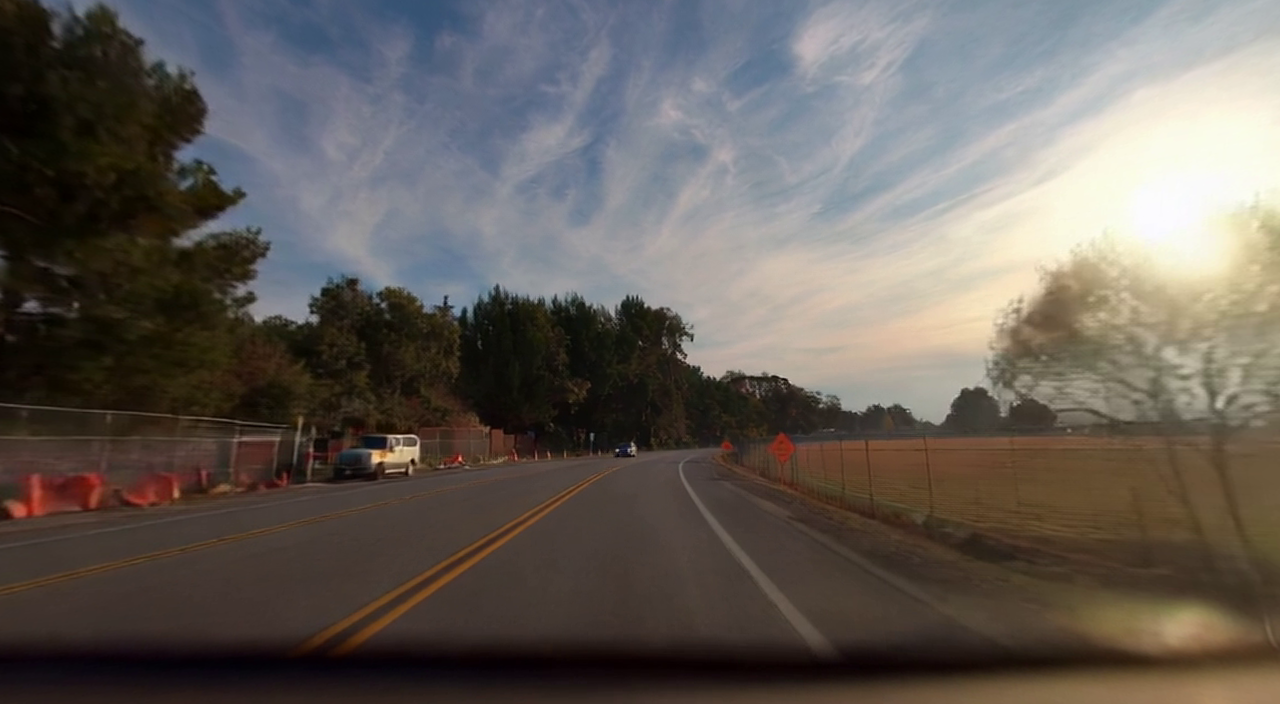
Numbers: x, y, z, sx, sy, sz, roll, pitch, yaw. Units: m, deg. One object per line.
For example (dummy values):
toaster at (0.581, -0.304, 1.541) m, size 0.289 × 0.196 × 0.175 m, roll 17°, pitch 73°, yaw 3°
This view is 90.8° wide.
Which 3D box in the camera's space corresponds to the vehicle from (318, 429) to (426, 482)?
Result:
vehicle at (-11.694, 4.574, 28.228) m, size 2.244 × 2.022 × 6.102 m, roll -2°, pitch -8°, yaw -1°
